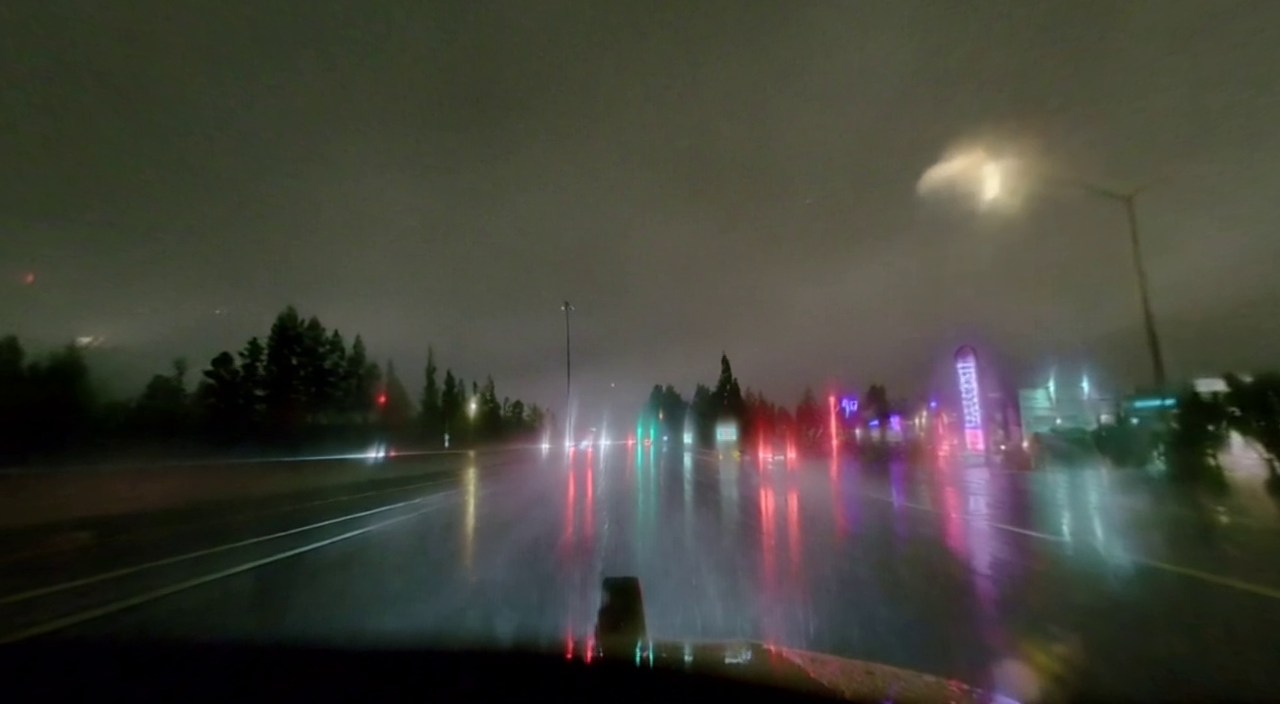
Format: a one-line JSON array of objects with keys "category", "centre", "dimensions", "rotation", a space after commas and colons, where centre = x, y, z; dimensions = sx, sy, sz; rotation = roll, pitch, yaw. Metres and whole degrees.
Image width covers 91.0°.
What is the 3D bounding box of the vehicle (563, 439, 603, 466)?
[{"category": "vehicle", "centre": [-3.459, 6.168, 38.798], "dimensions": [2.015, 1.557, 4.229], "rotation": [0, -9, 1]}]
